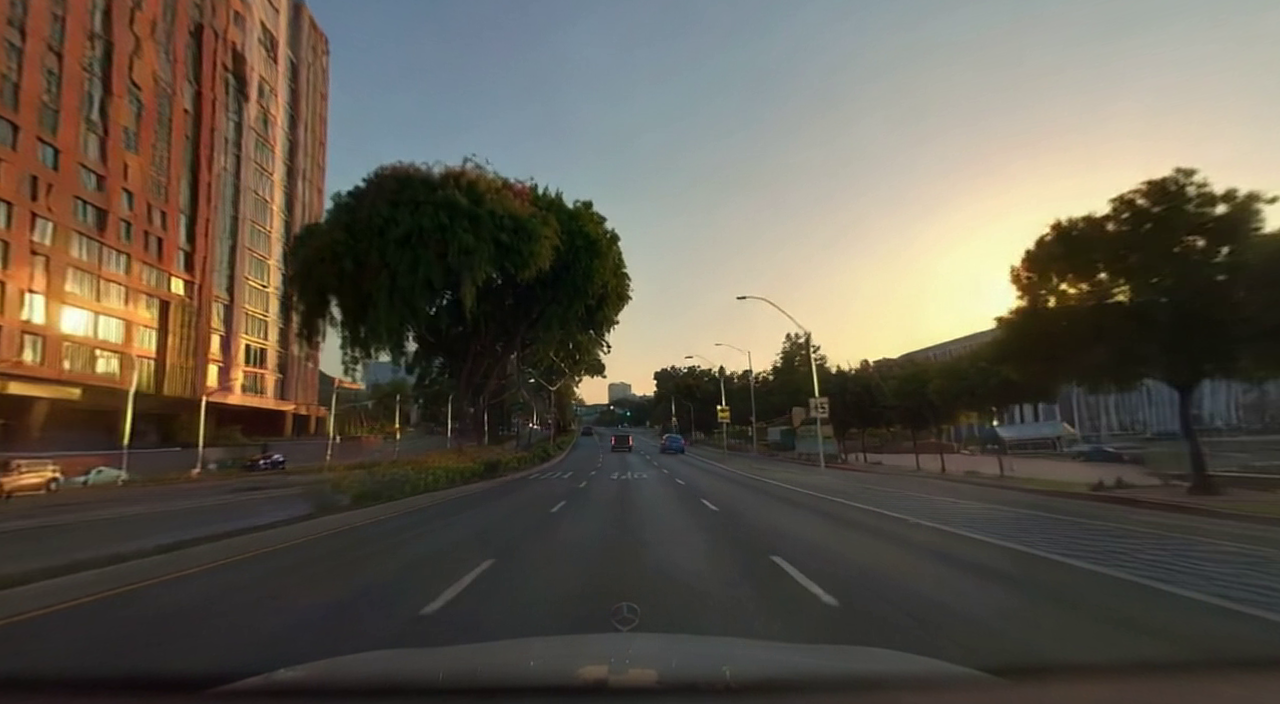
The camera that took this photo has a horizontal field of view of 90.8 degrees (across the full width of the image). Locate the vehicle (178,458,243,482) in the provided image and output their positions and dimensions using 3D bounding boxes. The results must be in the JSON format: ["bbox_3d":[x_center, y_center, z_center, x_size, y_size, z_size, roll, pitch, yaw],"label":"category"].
[{"bbox_3d":[-29.948,8.212,44.198,1.764,1.476,4.121,-1,-9,-3],"label":"vehicle"}]

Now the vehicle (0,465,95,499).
[{"bbox_3d":[-29.679,6.401,31.286,1.732,1.427,4.059,-1,-9,0],"label":"vehicle"}]

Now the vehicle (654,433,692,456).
[{"bbox_3d":[2.188,6.346,43.258,2.090,1.506,4.382,0,-8,-3],"label":"vehicle"}]
